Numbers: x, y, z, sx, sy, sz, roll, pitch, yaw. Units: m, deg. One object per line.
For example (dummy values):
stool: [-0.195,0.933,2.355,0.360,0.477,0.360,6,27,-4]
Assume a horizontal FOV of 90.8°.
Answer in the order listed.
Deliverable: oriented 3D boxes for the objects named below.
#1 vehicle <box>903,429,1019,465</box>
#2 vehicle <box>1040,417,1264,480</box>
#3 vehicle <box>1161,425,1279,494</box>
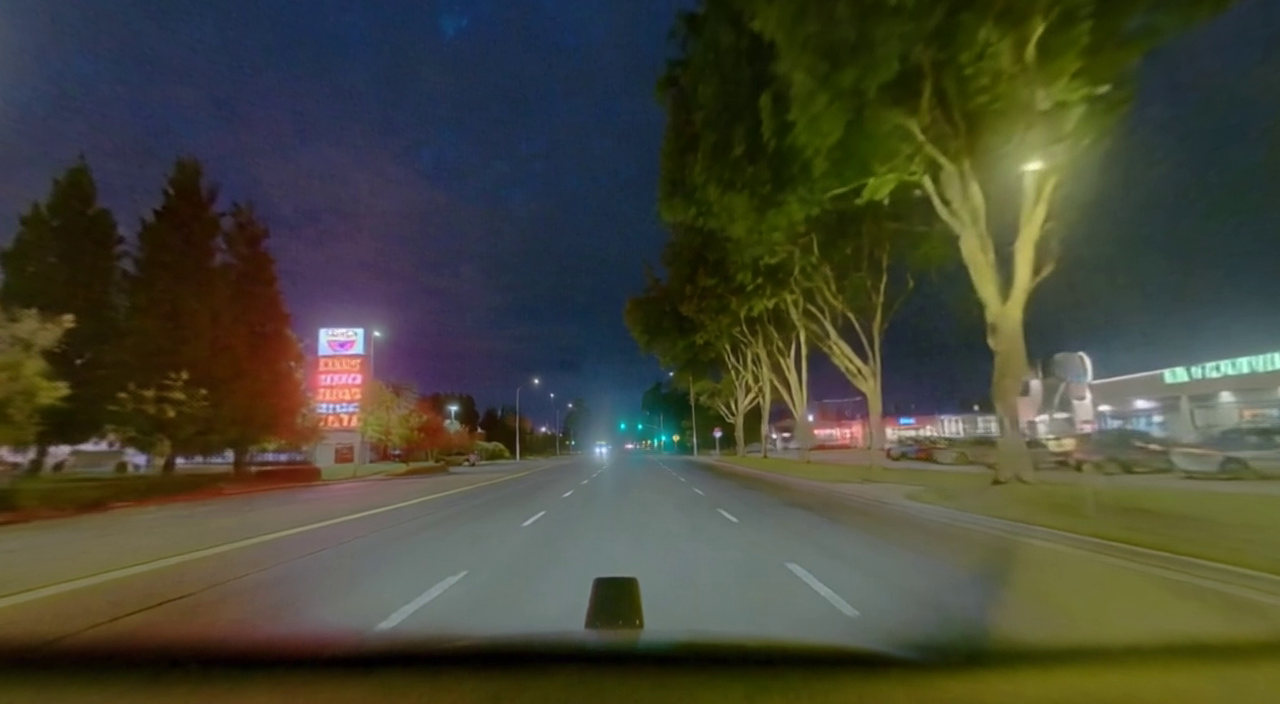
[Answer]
vehicle: [16.060,4.773,31.823,4.656,1.748,2.059,0,-8,1]
vehicle: [15.863,3.030,19.881,4.894,1.824,2.309,-1,-8,3]
vehicle: [15.971,2.588,15.358,4.544,1.541,2.292,0,-8,1]
